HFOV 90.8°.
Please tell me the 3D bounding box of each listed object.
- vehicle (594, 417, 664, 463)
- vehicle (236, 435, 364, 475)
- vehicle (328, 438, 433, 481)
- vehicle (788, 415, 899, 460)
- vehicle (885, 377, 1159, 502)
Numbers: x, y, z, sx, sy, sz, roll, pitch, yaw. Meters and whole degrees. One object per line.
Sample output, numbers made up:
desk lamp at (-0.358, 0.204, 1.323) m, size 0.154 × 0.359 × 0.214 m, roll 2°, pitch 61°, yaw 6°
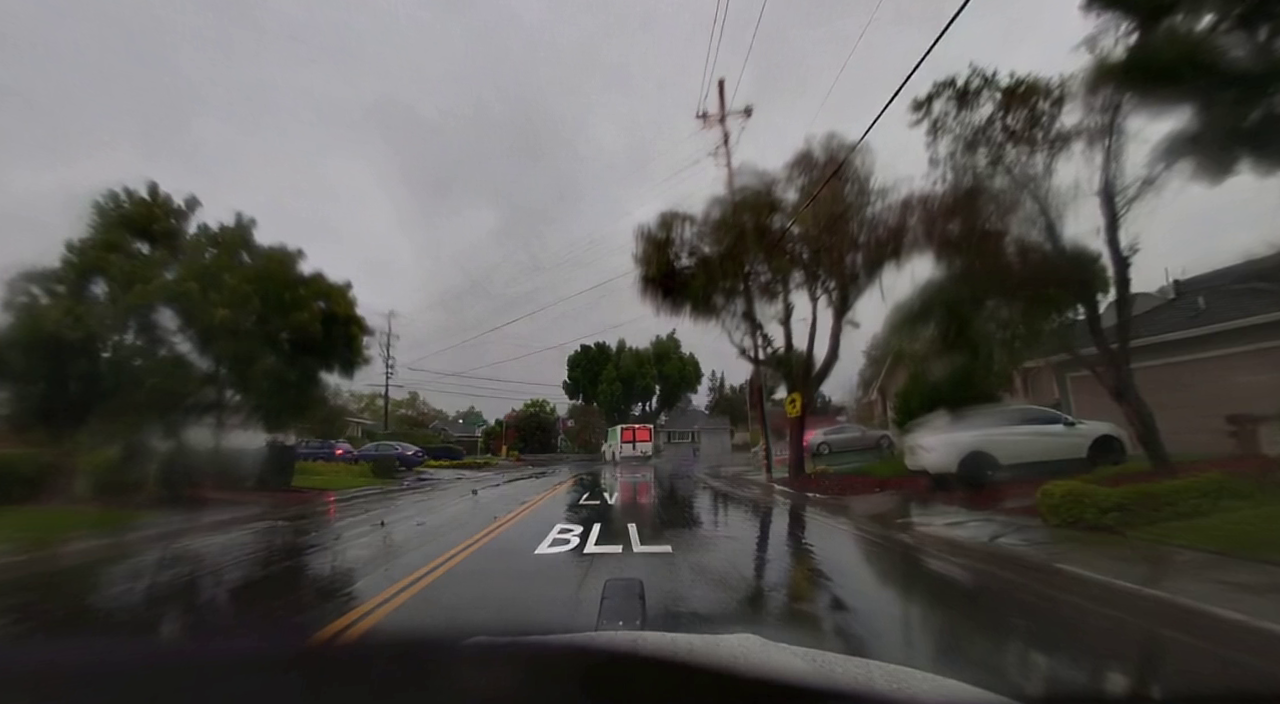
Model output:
vehicle at (-0.961, 6.407, 45.725) m, size 2.929 × 3.058 × 7.559 m, roll 3°, pitch -9°, yaw -19°
vehicle at (-16.261, 4.935, 30.417) m, size 4.881 × 1.828 × 2.111 m, roll 0°, pitch -8°, yaw -1°
vehicle at (-13.473, 5.629, 33.019) m, size 4.550 × 1.655 × 2.143 m, roll -5°, pitch -15°, yaw -1°
vehicle at (10.023, 4.289, 31.392) m, size 4.658 × 1.536 × 2.090 m, roll -8°, pitch -10°, yaw 1°
vehicle at (8.226, 1.908, 13.940) m, size 4.584 × 1.817 × 2.018 m, roll -9°, pitch -8°, yaw -5°
